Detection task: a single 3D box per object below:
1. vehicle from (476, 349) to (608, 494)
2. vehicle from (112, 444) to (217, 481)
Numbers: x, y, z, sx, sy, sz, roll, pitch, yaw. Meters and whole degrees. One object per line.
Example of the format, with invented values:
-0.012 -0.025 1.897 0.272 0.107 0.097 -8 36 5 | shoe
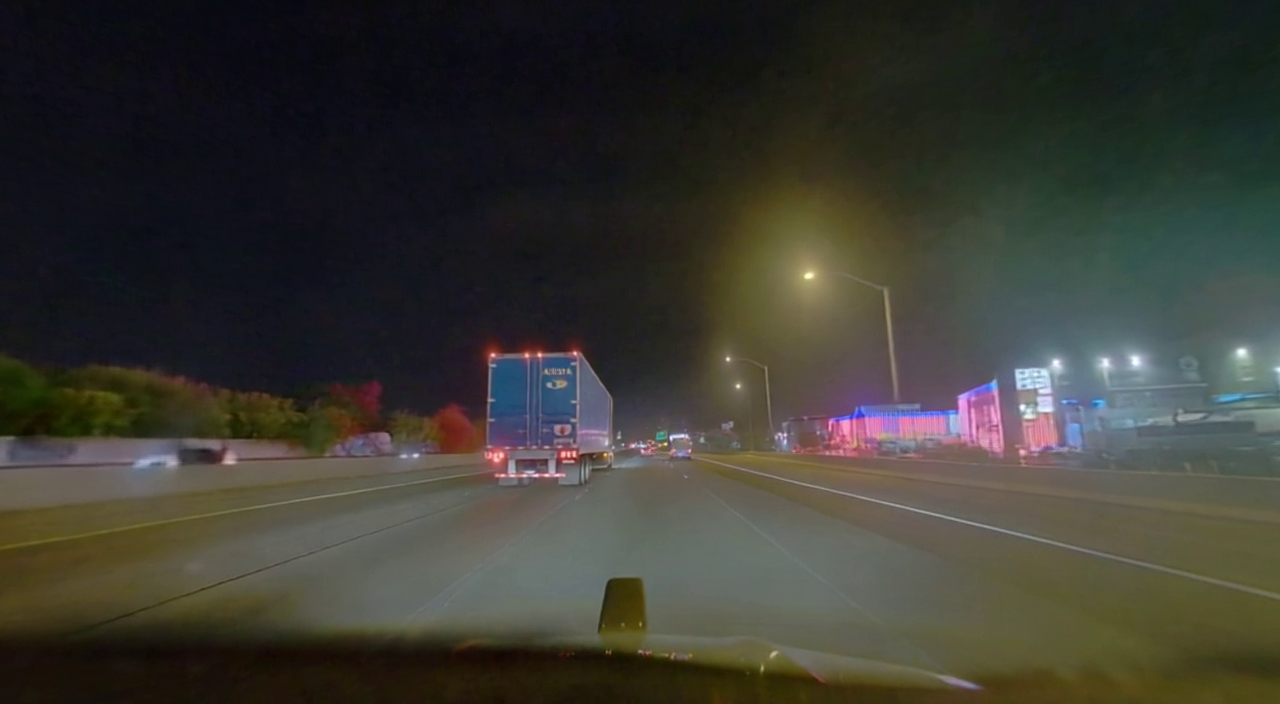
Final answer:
-2.988 2.520 22.255 2.977 4.048 8.890 -1 -7 2 | vehicle
-25.163 5.827 33.611 1.998 1.774 4.526 0 -8 1 | vehicle
